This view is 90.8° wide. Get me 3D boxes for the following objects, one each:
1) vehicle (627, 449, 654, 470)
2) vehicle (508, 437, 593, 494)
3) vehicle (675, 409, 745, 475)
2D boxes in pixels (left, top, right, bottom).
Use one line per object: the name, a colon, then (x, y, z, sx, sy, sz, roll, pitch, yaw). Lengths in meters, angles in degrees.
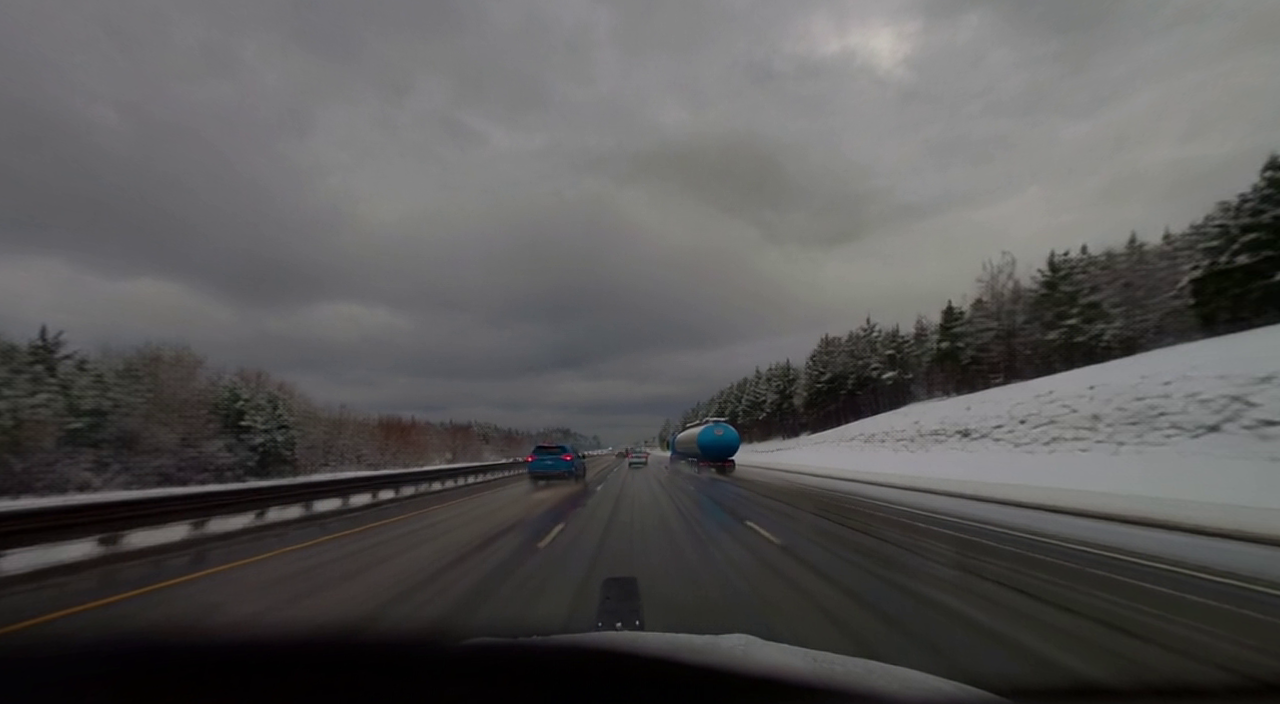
vehicle: (0.035, 8.216, 48.456, 2.013, 1.498, 3.908, 0, -9, 0)
vehicle: (-3.034, 3.992, 22.534, 2.258, 1.805, 4.665, -1, -9, 1)
vehicle: (4.251, 5.995, 41.689, 2.889, 3.606, 13.832, 0, -9, -1)
